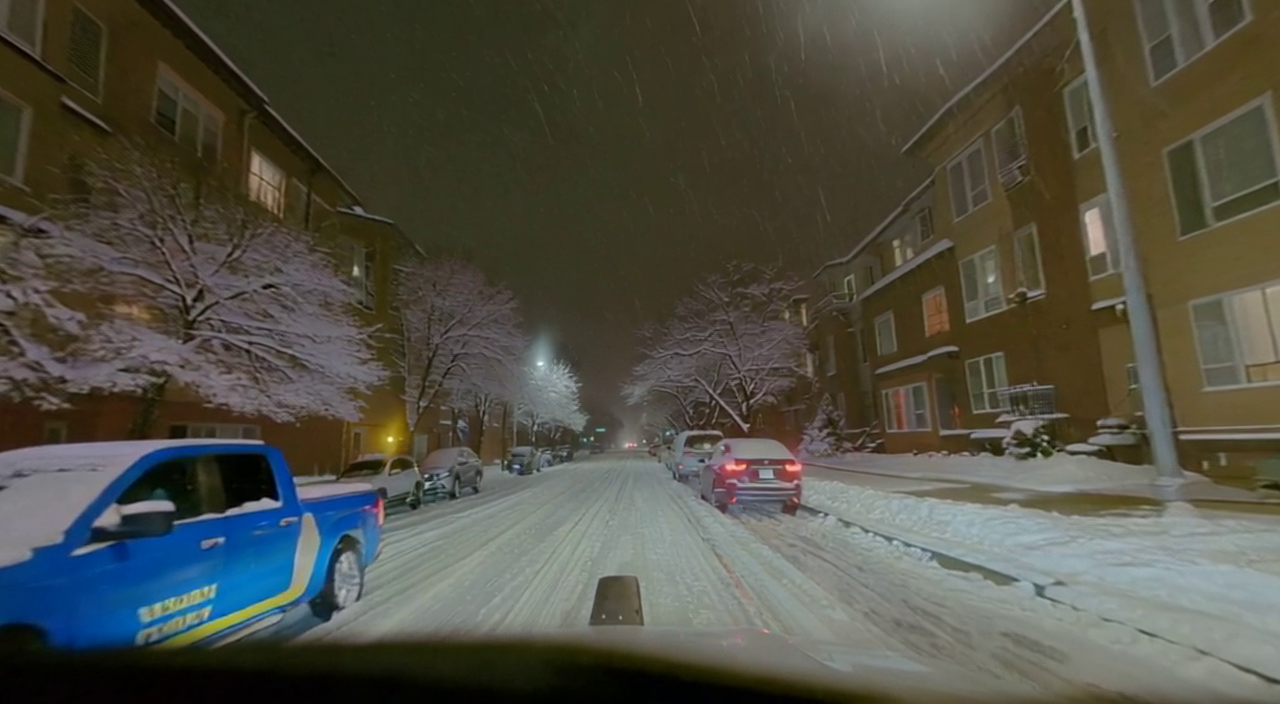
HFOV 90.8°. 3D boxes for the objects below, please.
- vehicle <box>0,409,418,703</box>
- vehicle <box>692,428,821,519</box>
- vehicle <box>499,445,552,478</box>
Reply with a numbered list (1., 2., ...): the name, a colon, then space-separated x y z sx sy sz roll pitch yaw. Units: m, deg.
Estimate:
1. vehicle: -3.148 1.180 3.657 1.966 1.515 4.394 0 -8 2
2. vehicle: 2.324 2.540 13.731 1.878 1.664 4.033 0 -8 -2
3. vehicle: -6.115 5.870 34.138 1.959 1.490 4.361 0 -7 1
